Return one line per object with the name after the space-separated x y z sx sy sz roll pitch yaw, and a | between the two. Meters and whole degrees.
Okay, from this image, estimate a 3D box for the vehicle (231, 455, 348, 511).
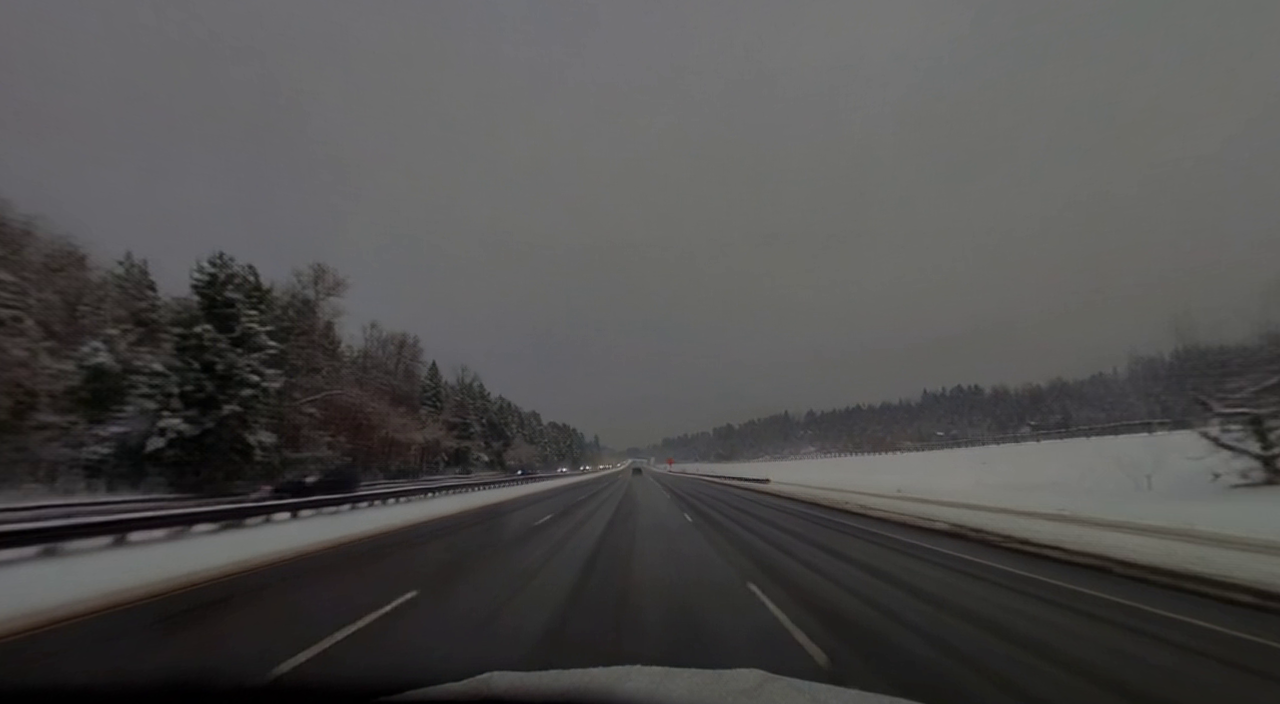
-12.917 4.862 23.579 1.962 1.839 4.078 1 -11 0 | vehicle
